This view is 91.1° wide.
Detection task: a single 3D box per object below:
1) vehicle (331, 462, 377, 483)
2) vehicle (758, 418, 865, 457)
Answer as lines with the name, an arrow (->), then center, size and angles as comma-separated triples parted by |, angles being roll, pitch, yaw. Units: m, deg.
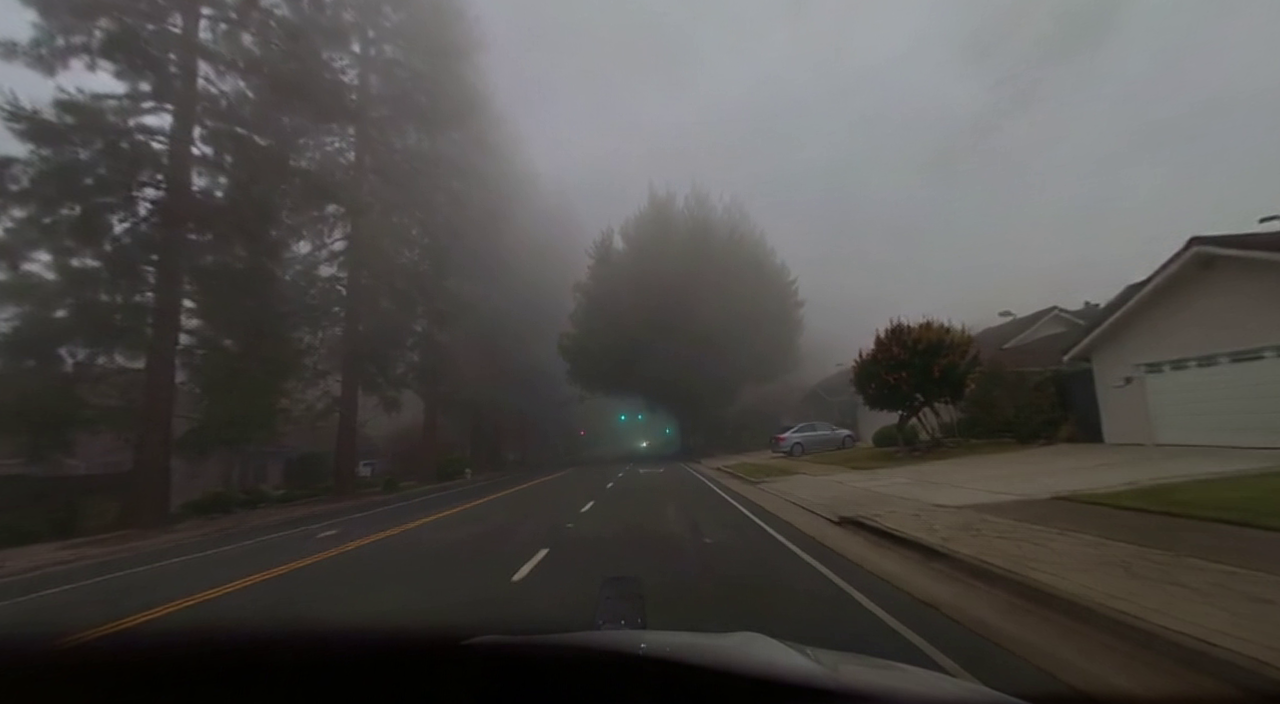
vehicle -> -22.219, 9.354, 48.861 | 1.847, 1.461, 3.659 | 0, -9, -1
vehicle -> 8.378, 4.195, 30.753 | 4.636, 1.823, 1.997 | 3, -9, -18
